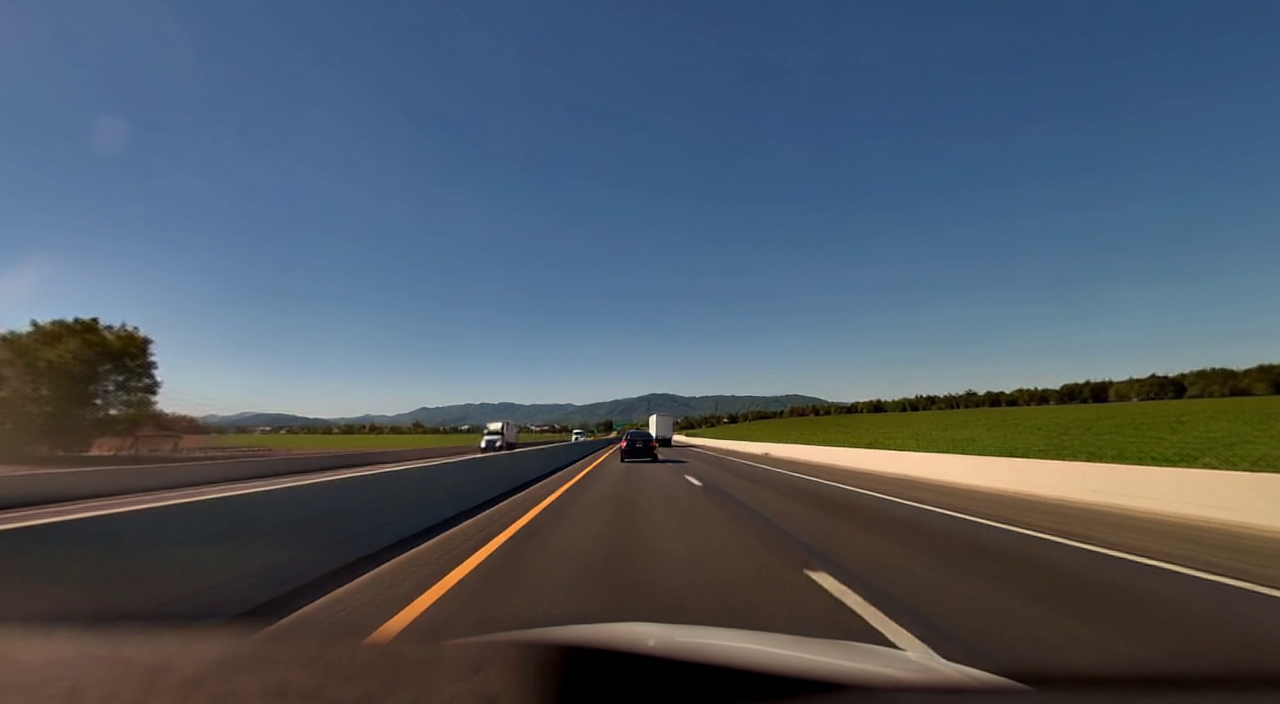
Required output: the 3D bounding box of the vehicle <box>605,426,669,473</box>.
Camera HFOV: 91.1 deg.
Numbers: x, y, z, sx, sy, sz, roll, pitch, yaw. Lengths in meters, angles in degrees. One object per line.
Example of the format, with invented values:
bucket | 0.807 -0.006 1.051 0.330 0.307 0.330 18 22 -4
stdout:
vehicle | -0.145 3.702 24.233 2.216 1.623 4.220 0 -8 -1
